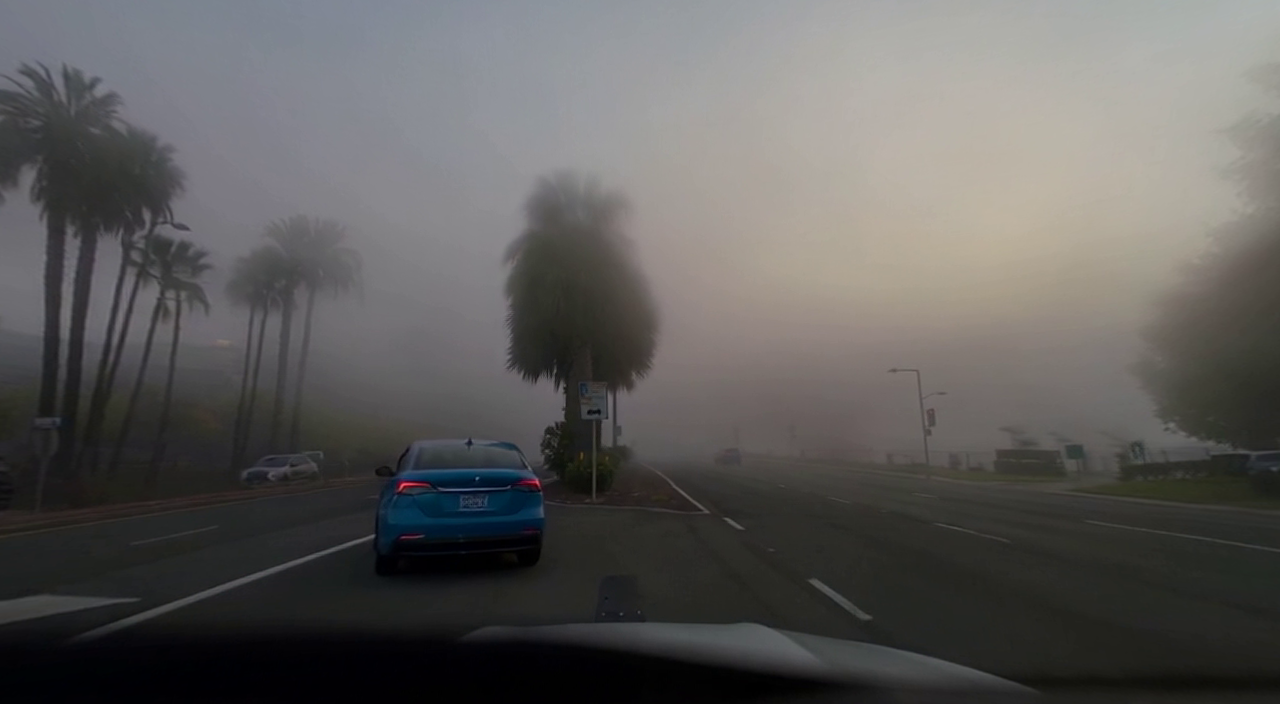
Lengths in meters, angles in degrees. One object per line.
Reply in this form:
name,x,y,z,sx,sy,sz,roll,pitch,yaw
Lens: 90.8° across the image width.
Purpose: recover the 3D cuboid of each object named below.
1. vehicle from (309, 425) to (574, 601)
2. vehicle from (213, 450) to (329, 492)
vehicle,-2.697,1.725,7.780,1.986,1.473,4.382,5,-10,-32
vehicle,-14.342,4.613,24.930,2.099,1.464,4.615,1,-9,-5
